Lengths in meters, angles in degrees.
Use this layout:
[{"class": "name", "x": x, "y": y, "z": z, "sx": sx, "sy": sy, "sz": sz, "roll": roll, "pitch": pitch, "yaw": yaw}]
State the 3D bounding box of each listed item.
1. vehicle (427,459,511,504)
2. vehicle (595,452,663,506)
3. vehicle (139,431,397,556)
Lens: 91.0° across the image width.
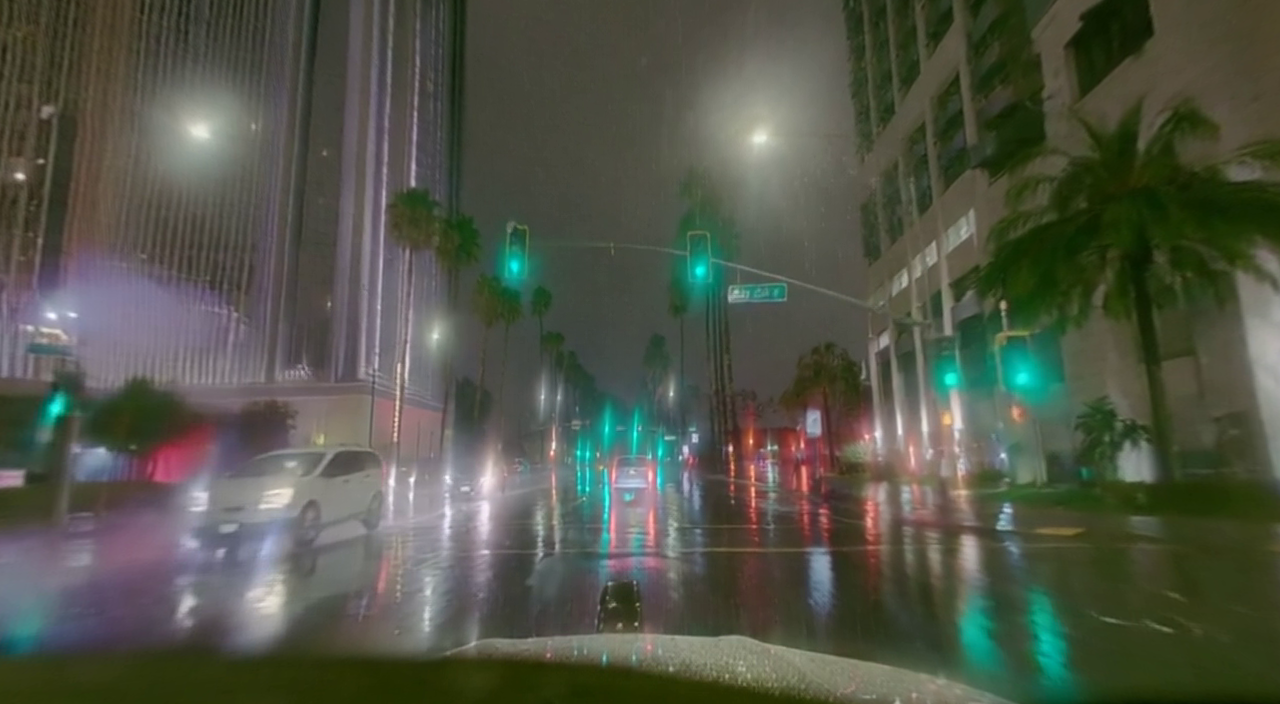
[{"class": "vehicle", "x": -6.413, "y": 4.884, "z": 24.168, "sx": 1.951, "sy": 1.476, "sz": 4.452, "roll": 0, "pitch": -9, "yaw": 1}, {"class": "vehicle", "x": -0.380, "y": 4.294, "z": 21.729, "sx": 2.145, "sy": 1.632, "sz": 3.972, "roll": 0, "pitch": -9, "yaw": -1}, {"class": "vehicle", "x": -6.668, "y": 2.560, "z": 12.140, "sx": 2.070, "sy": 1.893, "sz": 4.738, "roll": 0, "pitch": -9, "yaw": 0}]
